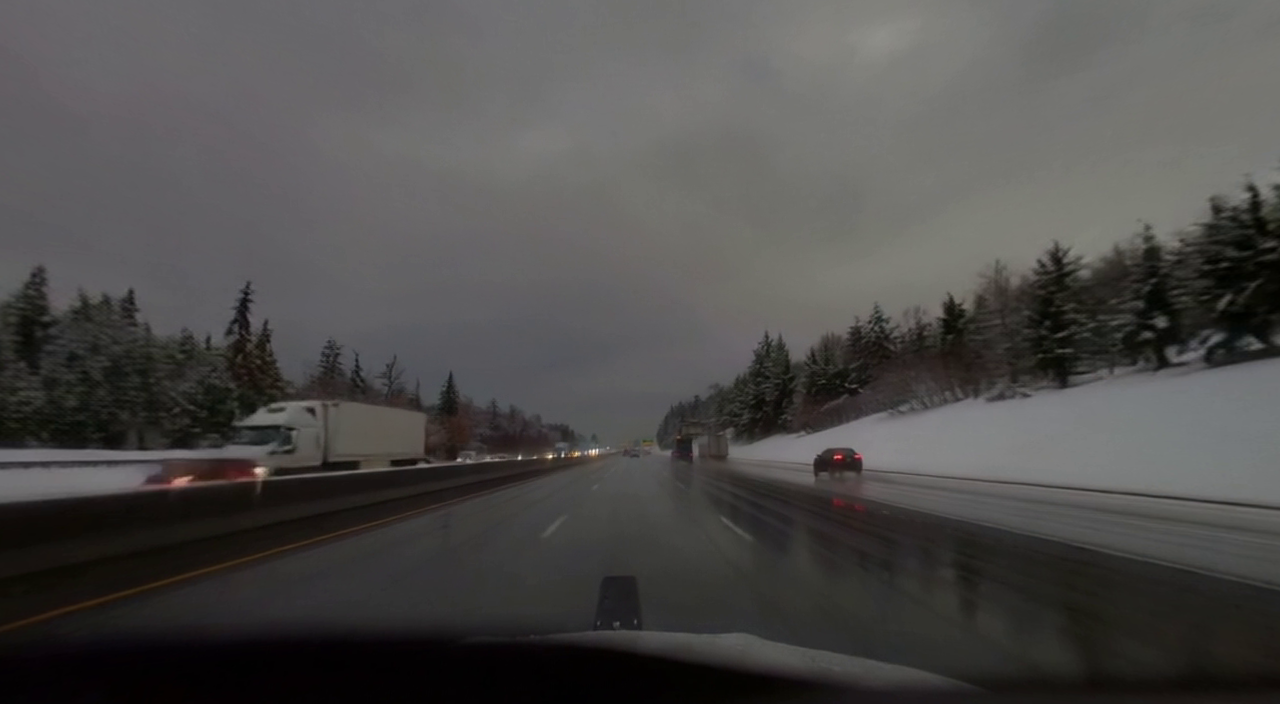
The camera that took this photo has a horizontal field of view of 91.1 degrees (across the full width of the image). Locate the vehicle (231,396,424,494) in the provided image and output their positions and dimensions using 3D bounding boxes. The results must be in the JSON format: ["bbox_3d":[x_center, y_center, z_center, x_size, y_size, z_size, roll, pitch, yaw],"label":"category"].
[{"bbox_3d":[-16.670,5.329,35.796,3.679,4.369,14.373,0,-9,0],"label":"vehicle"}]

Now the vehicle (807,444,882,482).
[{"bbox_3d":[9.704,5.297,30.288,1.950,1.632,4.845,0,-9,0],"label":"vehicle"}]

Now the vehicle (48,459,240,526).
[{"bbox_3d":[-13.384,3.776,17.343,2.084,1.517,3.896,0,-9,0],"label":"vehicle"}]
